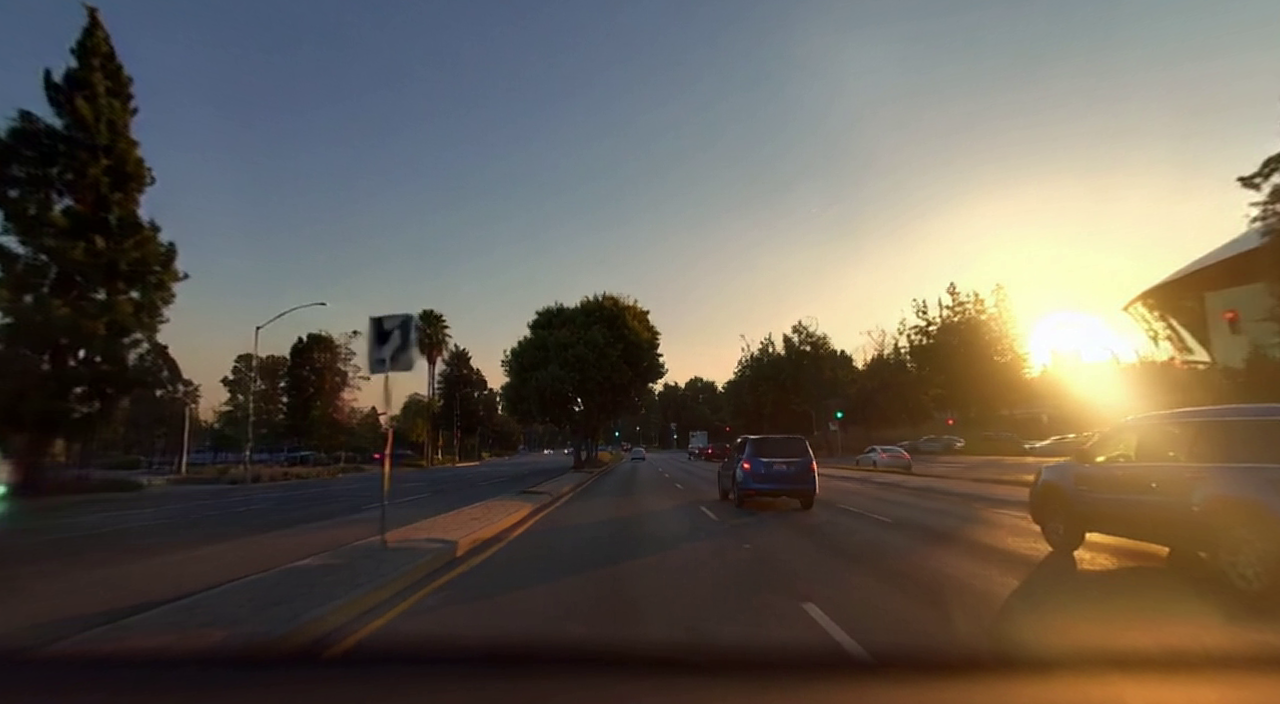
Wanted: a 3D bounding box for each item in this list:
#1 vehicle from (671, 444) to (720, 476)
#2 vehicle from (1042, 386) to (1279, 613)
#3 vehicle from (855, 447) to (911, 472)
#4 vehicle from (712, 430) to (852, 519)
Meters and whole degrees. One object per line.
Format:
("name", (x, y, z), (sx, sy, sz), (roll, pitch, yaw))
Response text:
("vehicle", (2.723, 5.406, 31.652), (1.980, 1.484, 4.093), (0, -8, -2))
("vehicle", (6.238, 1.272, 5.638), (2.153, 1.811, 4.595), (0, -8, -1))
("vehicle", (15.137, 6.704, 39.478), (1.815, 1.493, 4.135), (0, -8, -1))
("vehicle", (2.973, 2.661, 14.211), (2.075, 1.698, 4.142), (0, -8, -2))
